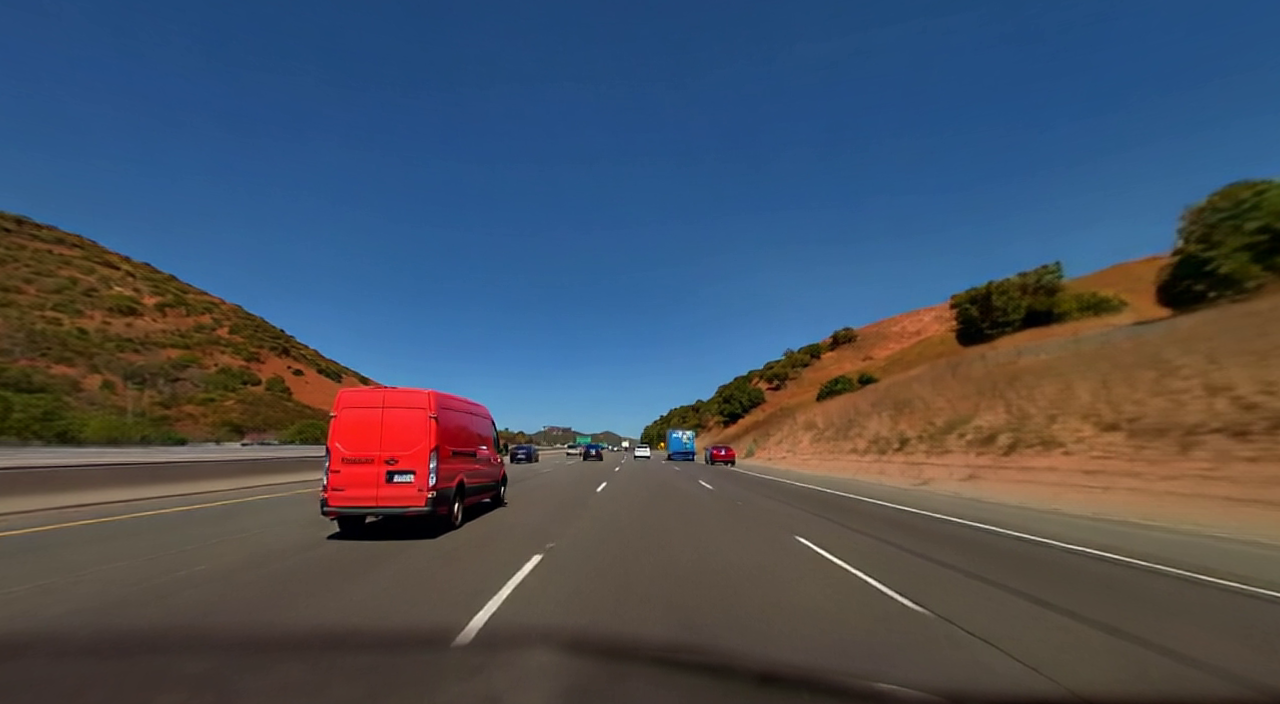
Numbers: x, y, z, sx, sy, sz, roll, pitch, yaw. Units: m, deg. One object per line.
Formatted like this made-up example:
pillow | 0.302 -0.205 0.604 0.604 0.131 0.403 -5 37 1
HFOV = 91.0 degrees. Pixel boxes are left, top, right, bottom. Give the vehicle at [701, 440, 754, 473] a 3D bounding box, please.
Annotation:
vehicle | 4.442 5.392 32.612 2.051 1.598 4.145 0 -9 -1

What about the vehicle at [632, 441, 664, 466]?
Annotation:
vehicle | 0.517 6.805 42.217 2.014 1.543 3.804 0 -9 0

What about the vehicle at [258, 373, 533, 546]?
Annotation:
vehicle | -3.637 1.821 11.065 2.421 2.203 5.775 0 -9 1

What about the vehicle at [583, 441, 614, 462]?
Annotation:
vehicle | -3.143 7.669 48.567 2.138 1.581 4.340 0 -9 0
